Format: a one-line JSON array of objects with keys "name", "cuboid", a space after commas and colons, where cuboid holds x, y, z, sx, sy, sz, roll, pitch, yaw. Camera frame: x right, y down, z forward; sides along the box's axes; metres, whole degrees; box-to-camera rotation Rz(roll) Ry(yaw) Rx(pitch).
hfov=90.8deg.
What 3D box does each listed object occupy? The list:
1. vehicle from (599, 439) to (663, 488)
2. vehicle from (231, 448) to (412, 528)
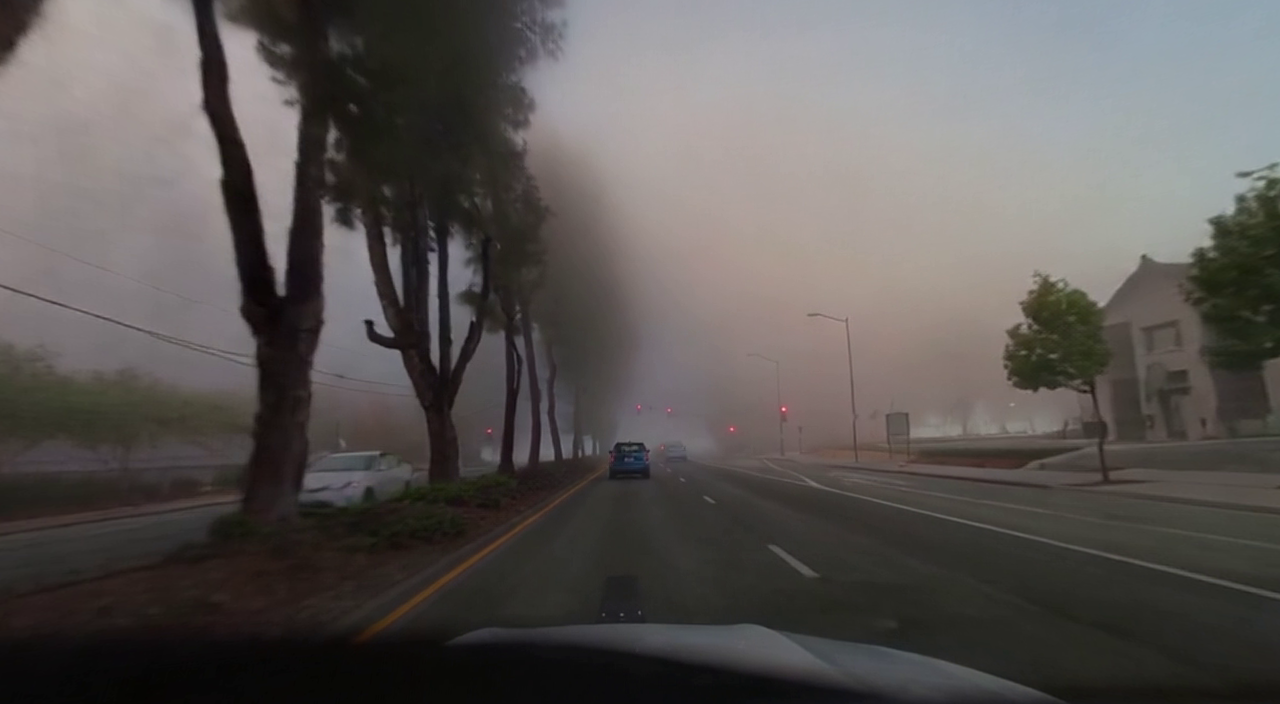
[{"name": "vehicle", "cuboid": [-0.337, 4.085, 23.513, 2.181, 1.639, 4.127, 0, -9, -1]}, {"name": "vehicle", "cuboid": [-7.289, 3.113, 15.107, 2.094, 1.579, 4.297, 0, -9, 0]}]
